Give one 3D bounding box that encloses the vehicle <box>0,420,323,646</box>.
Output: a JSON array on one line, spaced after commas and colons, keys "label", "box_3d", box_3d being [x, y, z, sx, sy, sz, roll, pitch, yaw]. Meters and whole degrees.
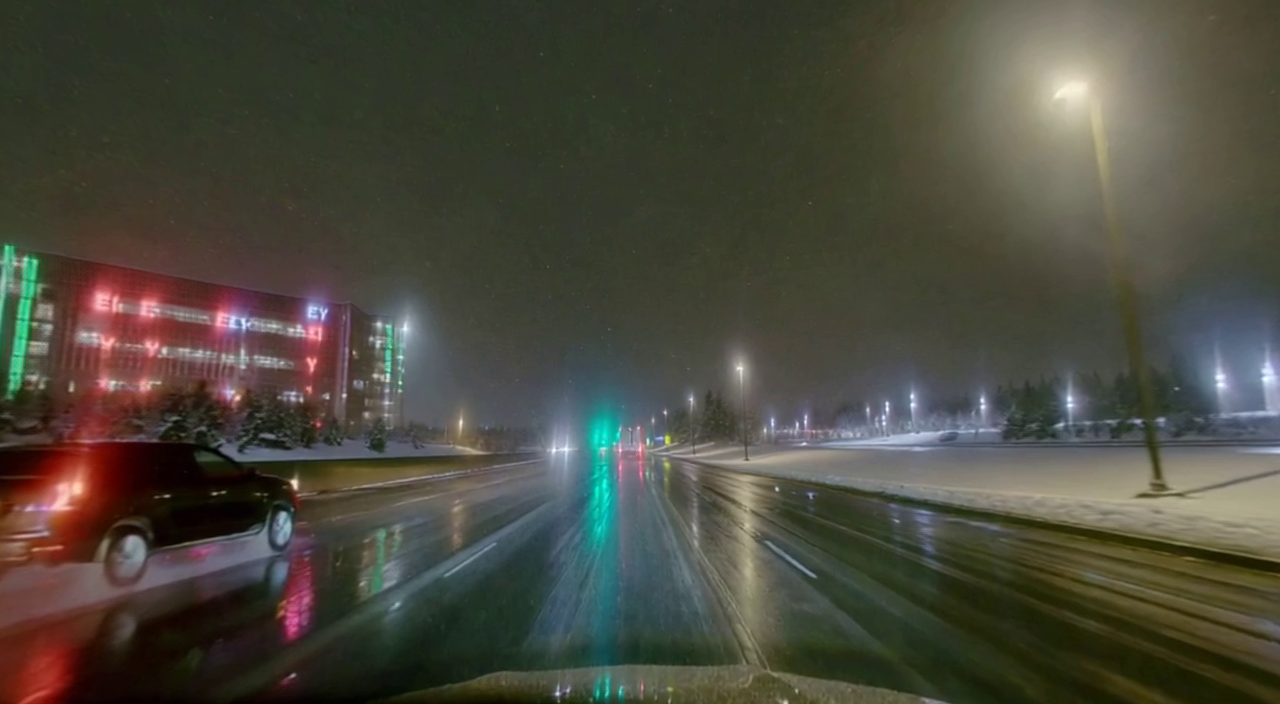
[{"label": "vehicle", "box_3d": [-5.277, 1.542, 6.336, 1.943, 1.510, 4.201, 0, -9, 1]}]
